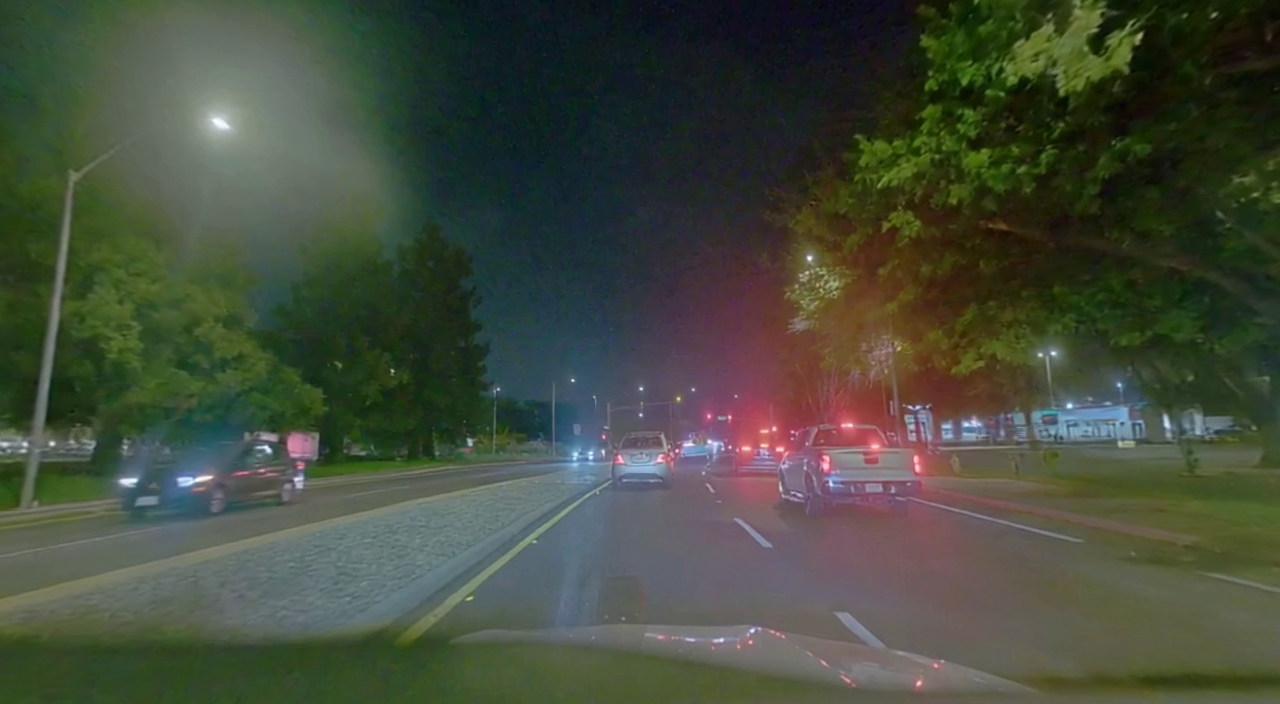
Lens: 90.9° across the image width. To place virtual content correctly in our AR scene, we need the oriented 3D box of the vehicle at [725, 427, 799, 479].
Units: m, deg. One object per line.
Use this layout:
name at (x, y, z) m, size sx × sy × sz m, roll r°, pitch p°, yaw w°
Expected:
vehicle at (4.866, 4.137, 26.105) m, size 2.317 × 1.857 × 5.940 m, roll 0°, pitch -8°, yaw 4°

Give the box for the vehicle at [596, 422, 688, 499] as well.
vehicle at (0.186, 2.809, 16.648) m, size 2.113 × 1.768 × 3.901 m, roll 0°, pitch -8°, yaw 5°

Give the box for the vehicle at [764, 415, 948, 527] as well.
vehicle at (3.908, 2.242, 12.455) m, size 2.114 × 1.765 × 4.647 m, roll 0°, pitch -8°, yaw 2°

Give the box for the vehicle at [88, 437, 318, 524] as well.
vehicle at (-9.315, 2.725, 13.988) m, size 1.941 × 1.602 × 4.182 m, roll 0°, pitch -8°, yaw 3°
